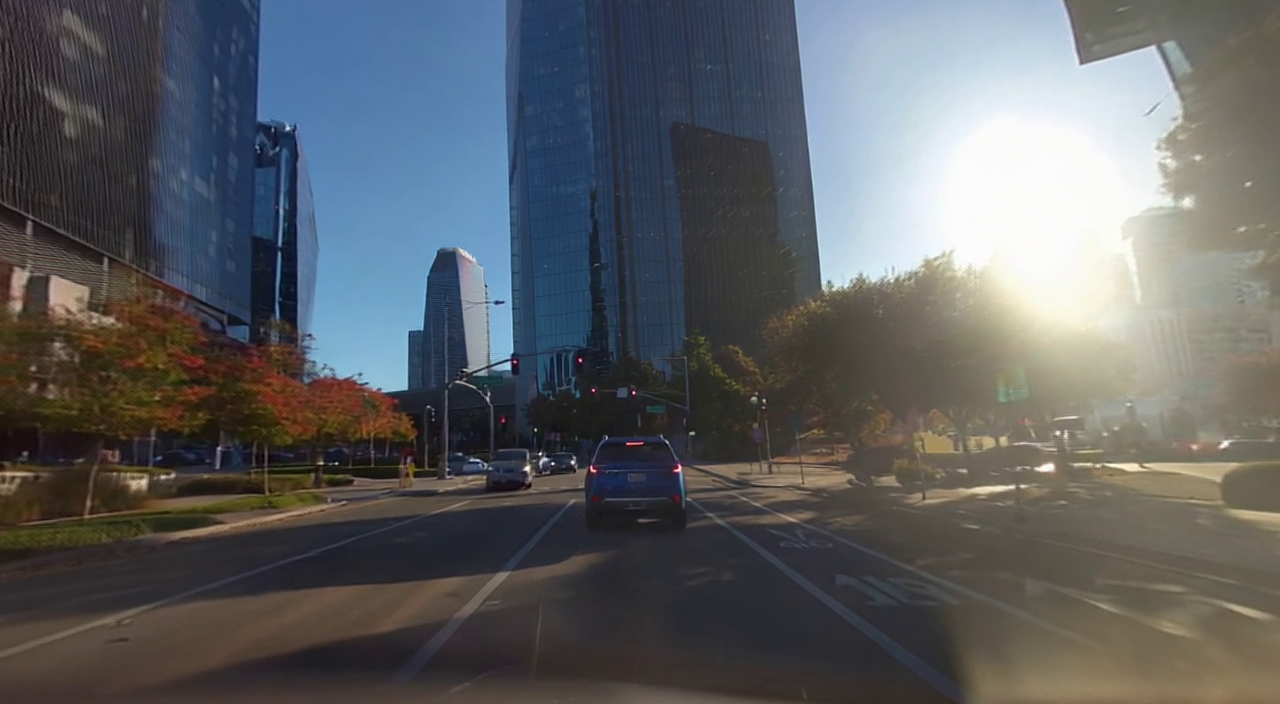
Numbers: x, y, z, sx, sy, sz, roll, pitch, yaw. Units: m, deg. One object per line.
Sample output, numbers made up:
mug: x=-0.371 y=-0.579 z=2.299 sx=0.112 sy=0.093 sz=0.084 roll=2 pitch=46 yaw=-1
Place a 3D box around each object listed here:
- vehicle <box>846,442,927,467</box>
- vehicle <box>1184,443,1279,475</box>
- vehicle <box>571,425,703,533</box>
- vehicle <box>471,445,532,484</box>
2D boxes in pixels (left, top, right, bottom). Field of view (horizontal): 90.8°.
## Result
vehicle: x=15.793 y=6.580 z=40.594 sx=4.422 sy=1.563 sz=1.751 roll=0 pitch=-9 yaw=-2
vehicle: x=32.530 y=5.706 z=33.722 sx=5.161 sy=1.610 sz=2.024 roll=0 pitch=-9 yaw=-3
vehicle: x=-0.127 y=2.421 z=12.591 sx=2.183 sy=1.765 sz=4.059 roll=0 pitch=-9 yaw=-2
vehicle: x=-6.444 y=5.270 z=29.906 sx=2.028 sy=1.655 sz=4.189 roll=0 pitch=-9 yaw=-1
